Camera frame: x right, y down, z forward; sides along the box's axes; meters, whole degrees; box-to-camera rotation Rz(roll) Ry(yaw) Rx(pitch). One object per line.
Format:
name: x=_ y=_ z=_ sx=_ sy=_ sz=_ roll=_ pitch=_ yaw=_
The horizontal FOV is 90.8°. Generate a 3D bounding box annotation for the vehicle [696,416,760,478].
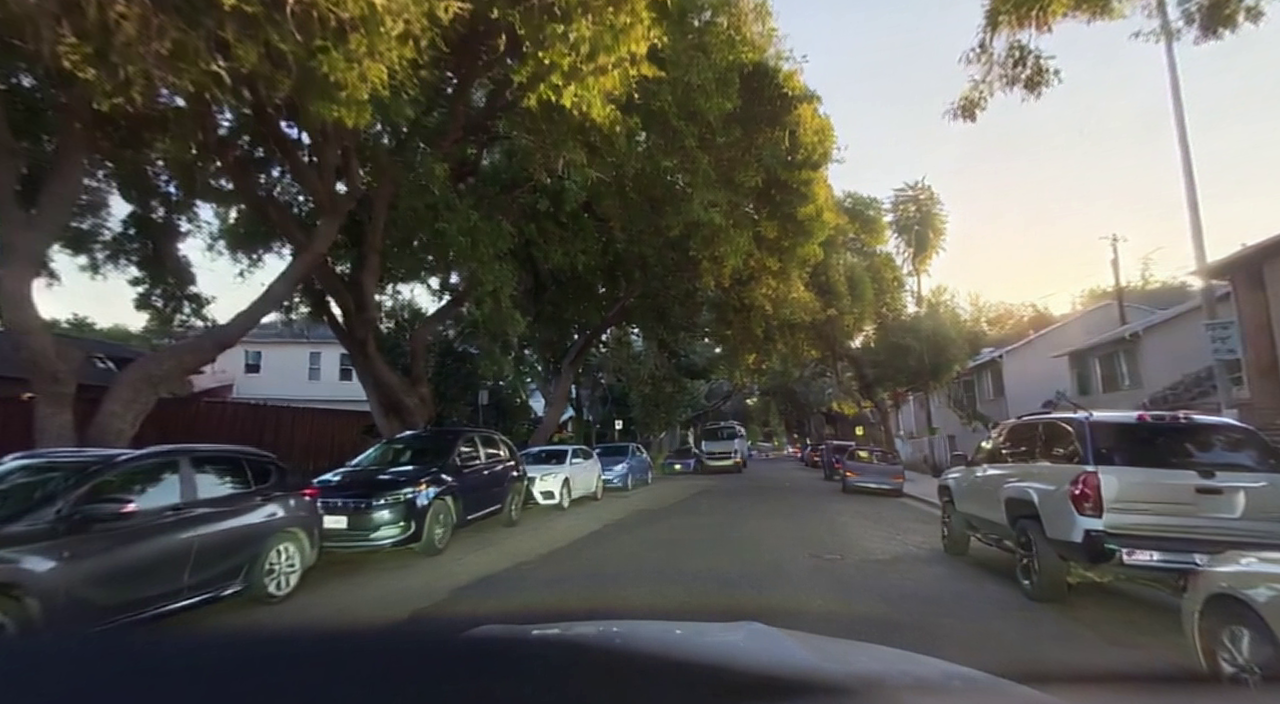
vehicle: x=4.763 y=4.950 z=33.171 sx=2.716 sy=2.887 sz=6.781 roll=-2 pitch=-8 yaw=13

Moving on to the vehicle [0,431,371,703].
vehicle: x=-4.242 y=1.401 z=4.866 sx=1.855 sy=1.510 sz=4.406 roll=-1 pitch=-8 yaw=9

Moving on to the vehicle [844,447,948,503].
vehicle: x=7.543 y=3.608 z=19.088 sx=1.813 sy=1.468 sz=4.267 roll=-1 pitch=-8 yaw=7

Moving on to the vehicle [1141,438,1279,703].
vehicle: x=3.903 y=0.951 z=1.693 sx=1.992 sy=1.456 sz=4.610 roll=-2 pitch=-8 yaw=11

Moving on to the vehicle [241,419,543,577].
vehicle: x=-3.380 y=2.091 z=10.058 sx=2.203 sy=1.815 sz=4.972 roll=-1 pitch=-8 yaw=8

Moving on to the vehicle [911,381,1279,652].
vehicle: x=4.787 y=1.508 z=6.911 sx=2.182 sy=1.900 sz=4.779 roll=-1 pitch=-8 yaw=9

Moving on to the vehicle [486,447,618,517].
vehicle: x=-2.013 y=3.175 z=16.162 sx=1.861 sy=1.474 sz=4.749 roll=-2 pitch=-9 yaw=11
